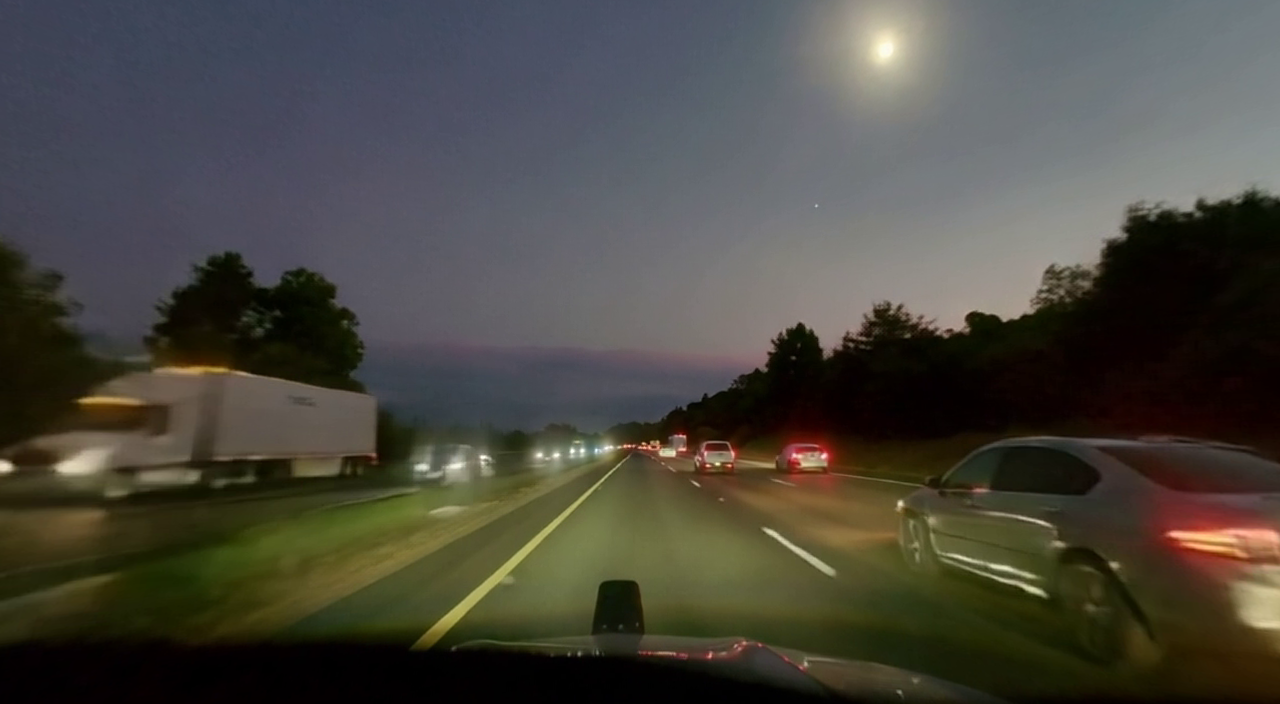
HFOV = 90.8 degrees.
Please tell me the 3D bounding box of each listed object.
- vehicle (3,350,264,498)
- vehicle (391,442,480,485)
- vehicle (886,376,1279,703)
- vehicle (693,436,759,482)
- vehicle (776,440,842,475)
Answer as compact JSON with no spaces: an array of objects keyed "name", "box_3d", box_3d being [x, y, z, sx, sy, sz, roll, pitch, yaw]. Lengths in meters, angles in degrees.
[{"name":"vehicle","box_3d":[-15.365,2.363,19.967,3.045,3.960,5.980,0,-9,0]},{"name":"vehicle","box_3d":[-7.819,4.302,24.614,1.935,1.490,4.453,0,-9,0]},{"name":"vehicle","box_3d":[3.638,1.208,4.536,2.023,1.603,4.159,0,-9,0]},{"name":"vehicle","box_3d":[3.546,4.515,26.873,2.070,1.751,4.576,0,-9,-1]},{"name":"vehicle","box_3d":[8.541,5.399,32.366,2.018,1.636,4.510,0,-9,-1]}]
